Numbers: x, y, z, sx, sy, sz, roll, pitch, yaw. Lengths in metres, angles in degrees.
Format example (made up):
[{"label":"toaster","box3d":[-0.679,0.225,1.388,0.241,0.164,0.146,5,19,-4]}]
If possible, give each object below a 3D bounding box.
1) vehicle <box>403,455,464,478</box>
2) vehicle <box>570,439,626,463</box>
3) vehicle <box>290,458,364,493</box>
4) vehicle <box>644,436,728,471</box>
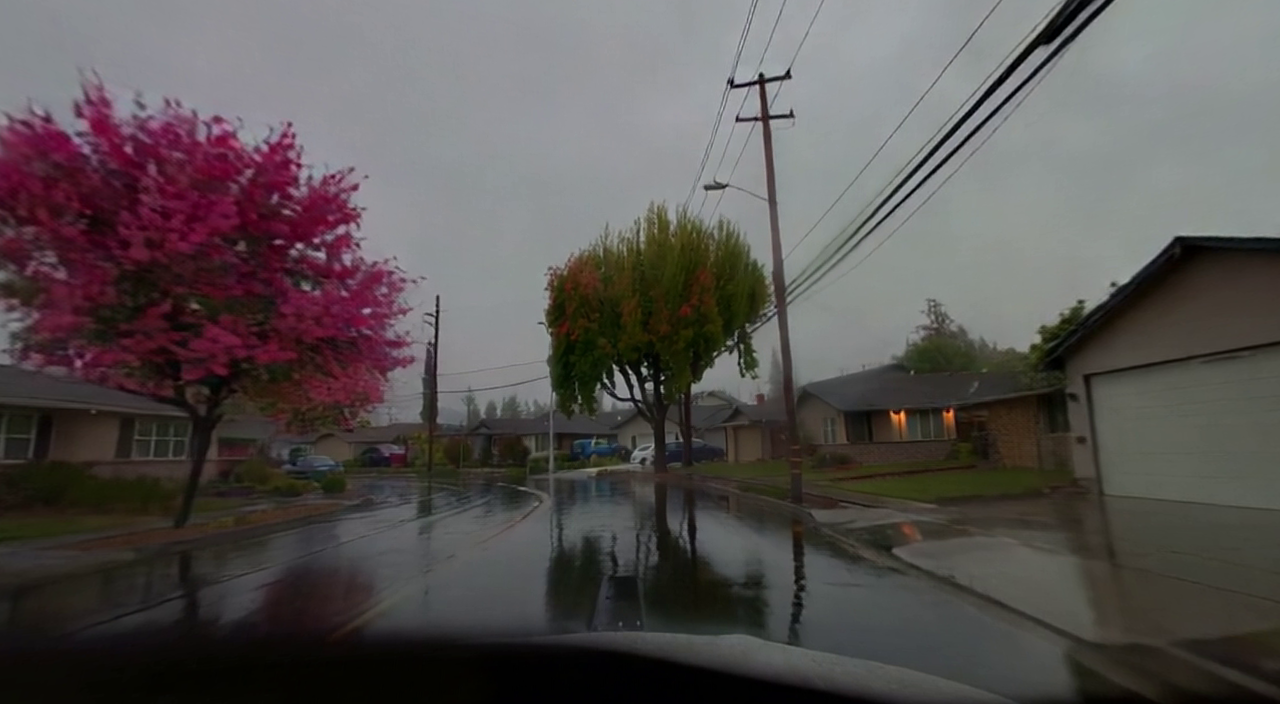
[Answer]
[{"label":"vehicle","box3d":[-14.674,8.089,44.785,4.019,1.484,1.978,-6,-10,33]},{"label":"vehicle","box3d":[-3.229,7.719,49.332,2.043,1.819,4.476,-6,-10,33]},{"label":"vehicle","box3d":[-17.254,6.749,34.806,3.897,1.493,1.942,-3,-6,34]},{"label":"vehicle","box3d":[2.717,5.912,36.955,4.459,1.738,1.930,1,-8,-28]}]
